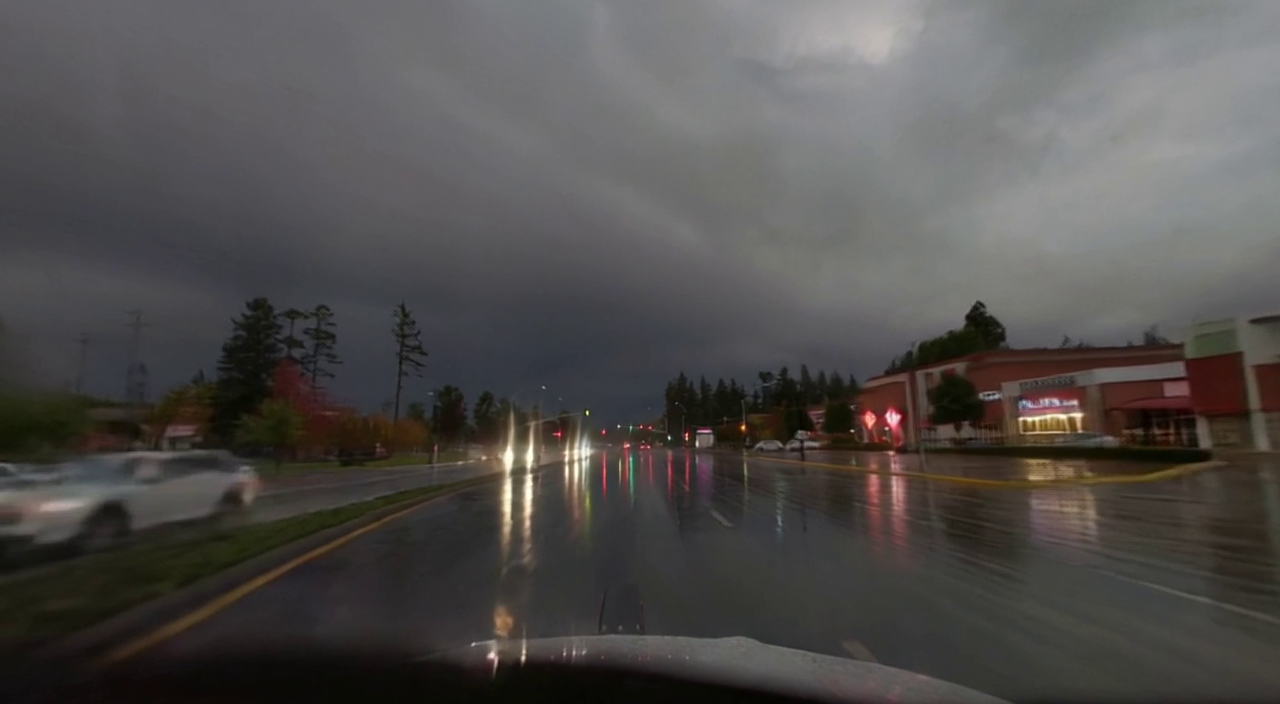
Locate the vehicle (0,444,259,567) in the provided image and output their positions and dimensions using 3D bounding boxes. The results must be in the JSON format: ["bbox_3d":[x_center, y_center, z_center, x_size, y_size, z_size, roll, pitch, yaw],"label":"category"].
[{"bbox_3d":[-8.588,2.269,10.232,1.959,1.505,4.622,0,-9,0],"label":"vehicle"}]
